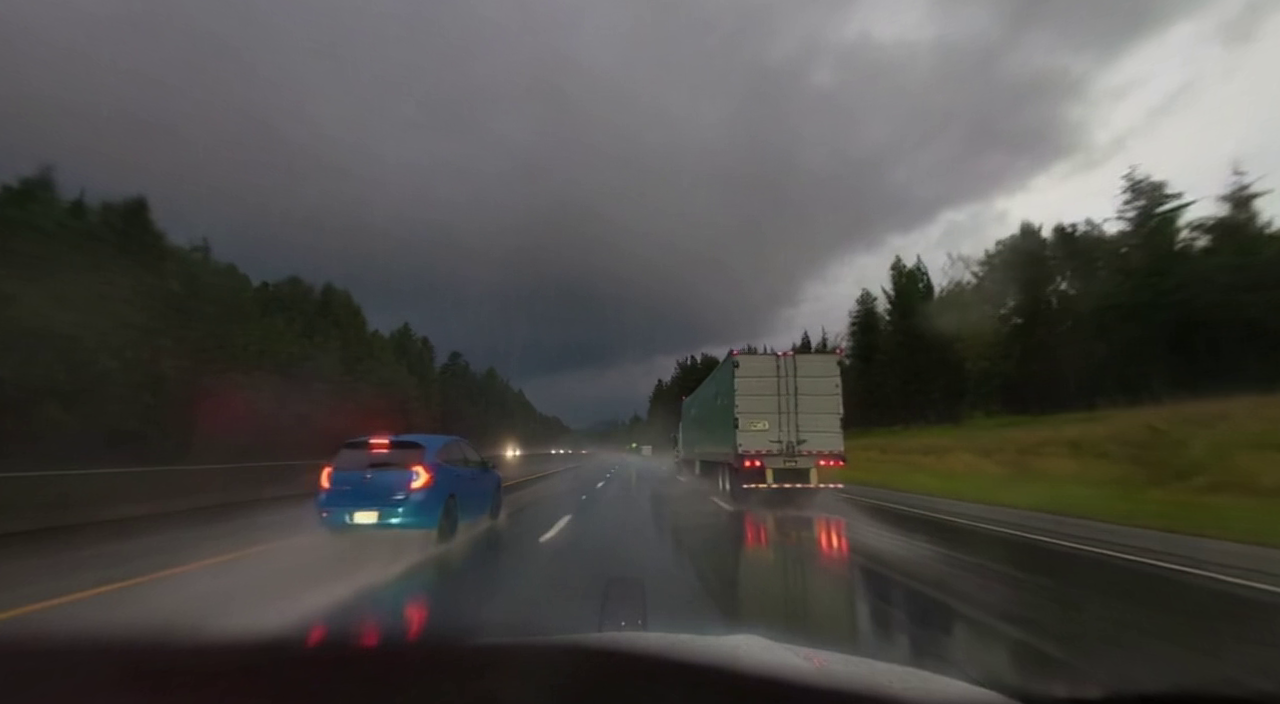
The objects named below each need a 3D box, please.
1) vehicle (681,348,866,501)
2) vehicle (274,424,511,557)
[{"bbox_3d":[4.210,3.340,26.128,3.532,4.201,17.611,0,-9,-1],"label":"vehicle"},{"bbox_3d":[-3.612,2.115,10.269,2.115,1.670,4.261,0,-9,0],"label":"vehicle"}]
